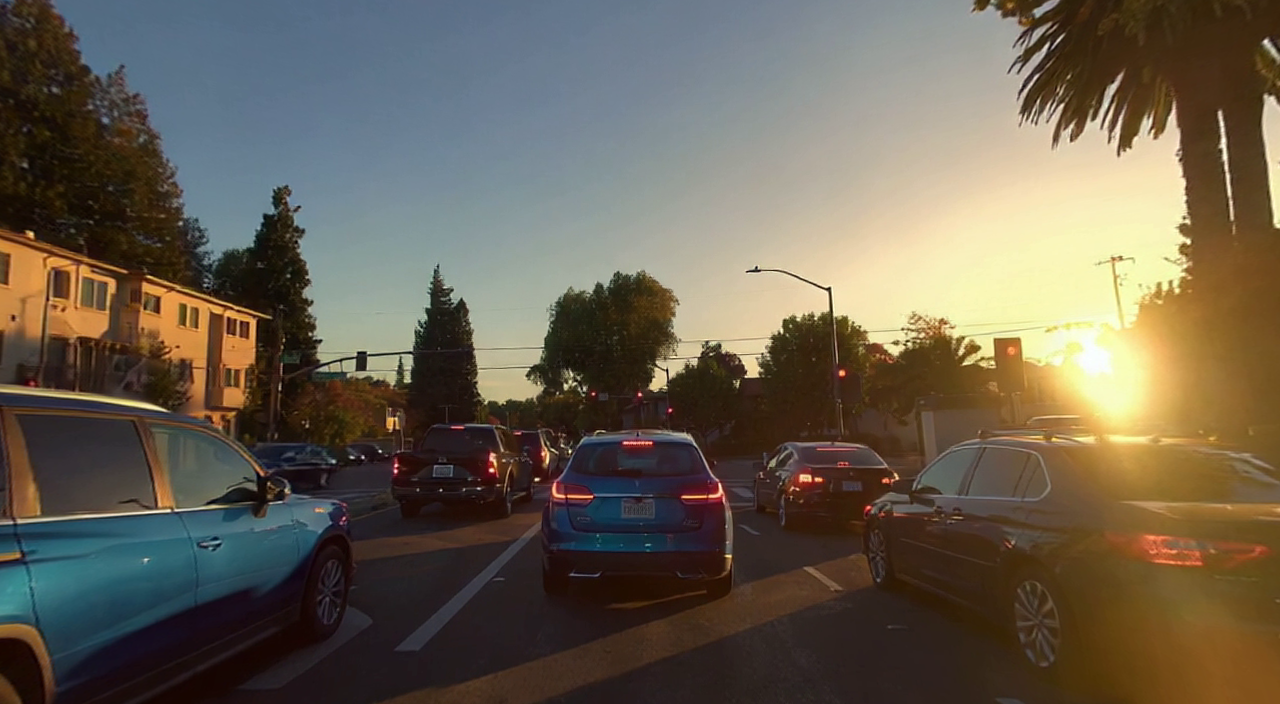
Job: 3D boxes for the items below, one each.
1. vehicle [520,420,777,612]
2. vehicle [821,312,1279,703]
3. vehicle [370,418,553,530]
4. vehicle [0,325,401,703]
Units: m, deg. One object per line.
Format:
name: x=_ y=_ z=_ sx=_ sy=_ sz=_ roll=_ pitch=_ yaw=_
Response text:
vehicle: x=0.028 y=1.587 z=7.011 sx=2.021 sy=1.490 sz=3.948 roll=0 pitch=-8 yaw=-1
vehicle: x=3.216 y=1.096 z=4.722 sx=2.141 sy=1.833 sz=4.704 roll=0 pitch=-8 yaw=-2
vehicle: x=-3.184 y=2.300 z=12.444 sx=2.117 sy=1.772 sz=4.619 roll=0 pitch=-8 yaw=2
vehicle: x=-3.123 y=0.956 z=3.306 sx=1.982 sy=1.721 sz=4.261 roll=0 pitch=-8 yaw=1
